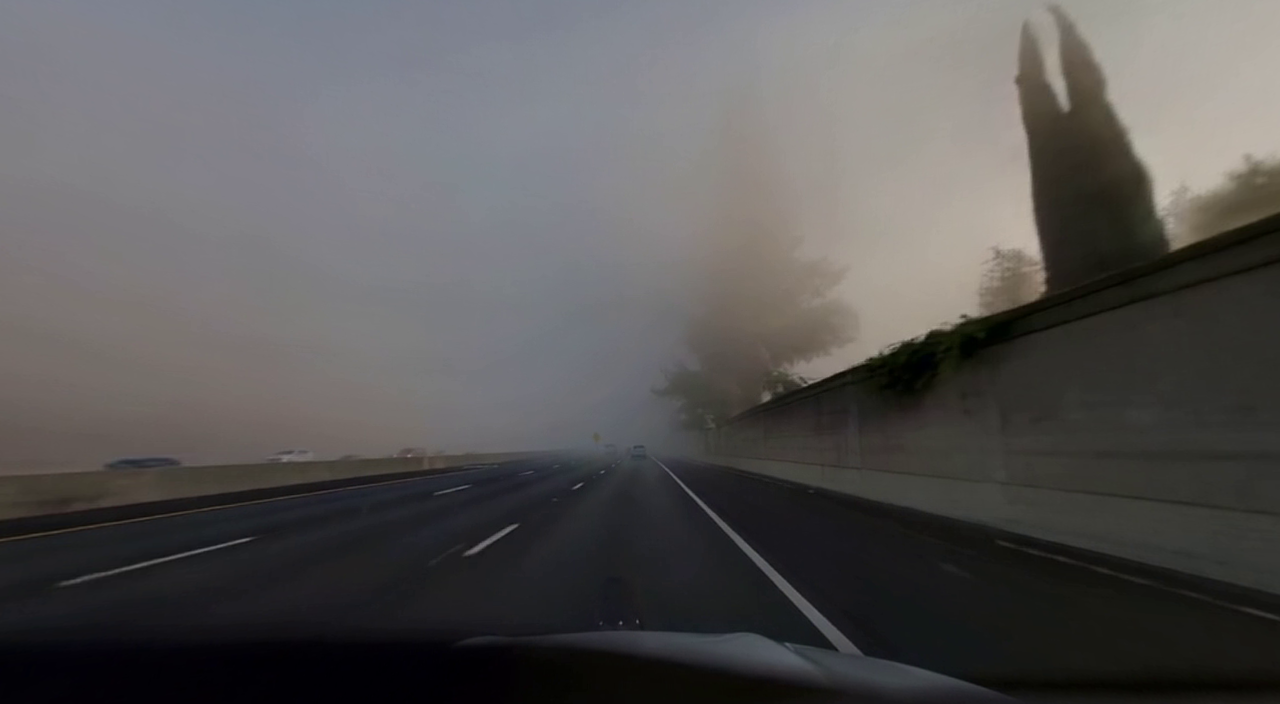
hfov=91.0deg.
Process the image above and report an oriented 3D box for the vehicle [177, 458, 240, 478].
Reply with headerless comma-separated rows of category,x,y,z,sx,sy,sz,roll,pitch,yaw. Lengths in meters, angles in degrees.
vehicle,-33.880,9.100,49.557,1.800,1.470,4.330,0,-9,1
